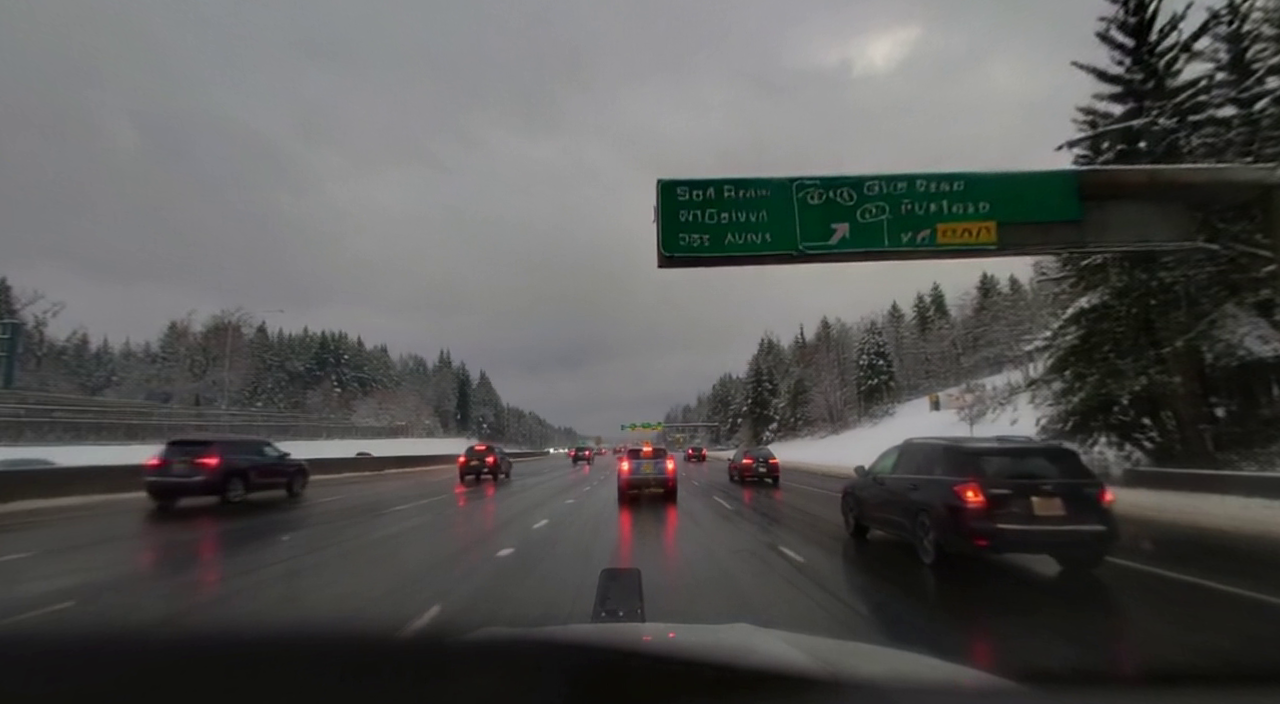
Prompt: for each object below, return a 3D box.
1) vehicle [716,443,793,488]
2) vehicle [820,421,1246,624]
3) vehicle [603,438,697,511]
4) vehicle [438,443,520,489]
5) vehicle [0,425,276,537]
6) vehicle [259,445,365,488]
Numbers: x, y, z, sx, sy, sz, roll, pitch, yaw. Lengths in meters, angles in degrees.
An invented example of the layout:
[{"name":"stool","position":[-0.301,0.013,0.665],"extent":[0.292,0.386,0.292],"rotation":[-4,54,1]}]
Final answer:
[{"name":"vehicle","position":[4.211,4.236,23.950],"extent":[2.002,1.499,4.710],"rotation":[0,-8,-1]},{"name":"vehicle","position":[3.584,1.595,6.856],"extent":[2.044,1.523,3.947],"rotation":[0,-8,0]},{"name":"vehicle","position":[0.217,2.953,15.693],"extent":[2.044,1.554,3.824],"rotation":[0,-8,0]},{"name":"vehicle","position":[-6.012,4.290,24.097],"extent":[2.014,1.587,4.265],"rotation":[0,-8,0]},{"name":"vehicle","position":[-10.017,2.503,12.954],"extent":[1.978,1.821,4.975],"rotation":[-1,-8,1]},{"name":"vehicle","position":[-13.955,4.848,27.170],"extent":[2.094,1.662,4.486],"rotation":[0,-8,0]}]
